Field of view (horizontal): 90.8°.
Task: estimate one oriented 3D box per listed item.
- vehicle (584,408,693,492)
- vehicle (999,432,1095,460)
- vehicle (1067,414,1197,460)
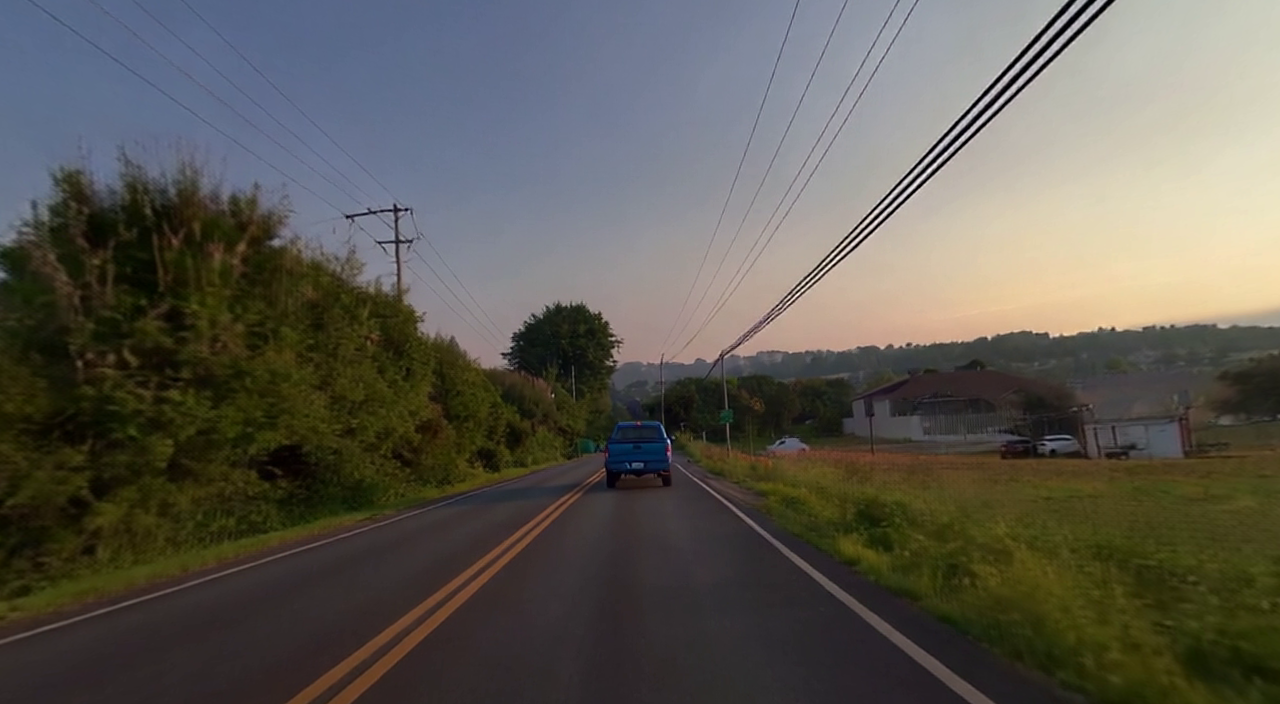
[{"bbox_3d":[-0.099,3.294,21.455,3.021,2.326,7.410,0,-9,-1],"label":"vehicle"},{"bbox_3d":[31.415,7.309,49.111,2.323,2.002,6.310,2,-9,-13],"label":"vehicle"},{"bbox_3d":[33.664,5.874,43.506,2.581,2.932,6.340,4,-9,-27],"label":"vehicle"}]
